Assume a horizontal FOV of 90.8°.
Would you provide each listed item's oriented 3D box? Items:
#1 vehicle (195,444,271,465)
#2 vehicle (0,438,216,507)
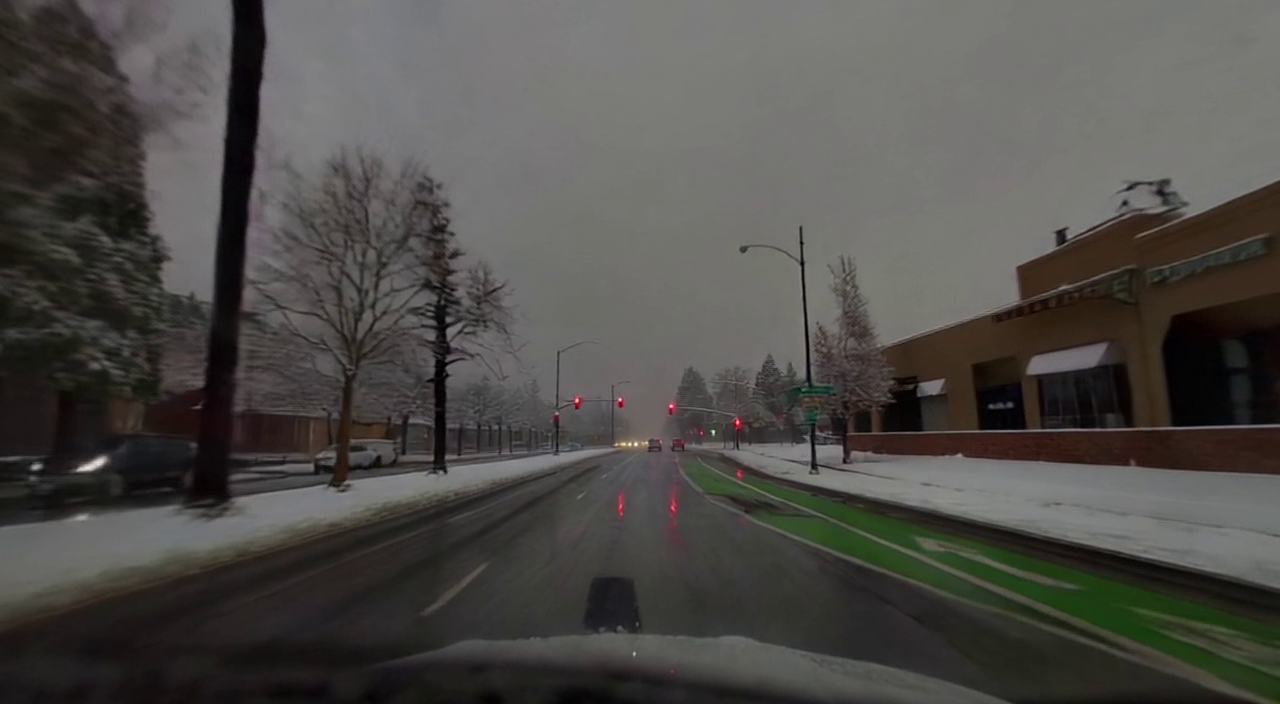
[{"bbox_3d":[-29.452,7.408,45.723,4.479,1.465,1.772,-1,-8,8],"label":"vehicle"},{"bbox_3d":[-17.257,3.868,20.931,2.211,1.924,5.789,-1,-9,2],"label":"vehicle"}]
